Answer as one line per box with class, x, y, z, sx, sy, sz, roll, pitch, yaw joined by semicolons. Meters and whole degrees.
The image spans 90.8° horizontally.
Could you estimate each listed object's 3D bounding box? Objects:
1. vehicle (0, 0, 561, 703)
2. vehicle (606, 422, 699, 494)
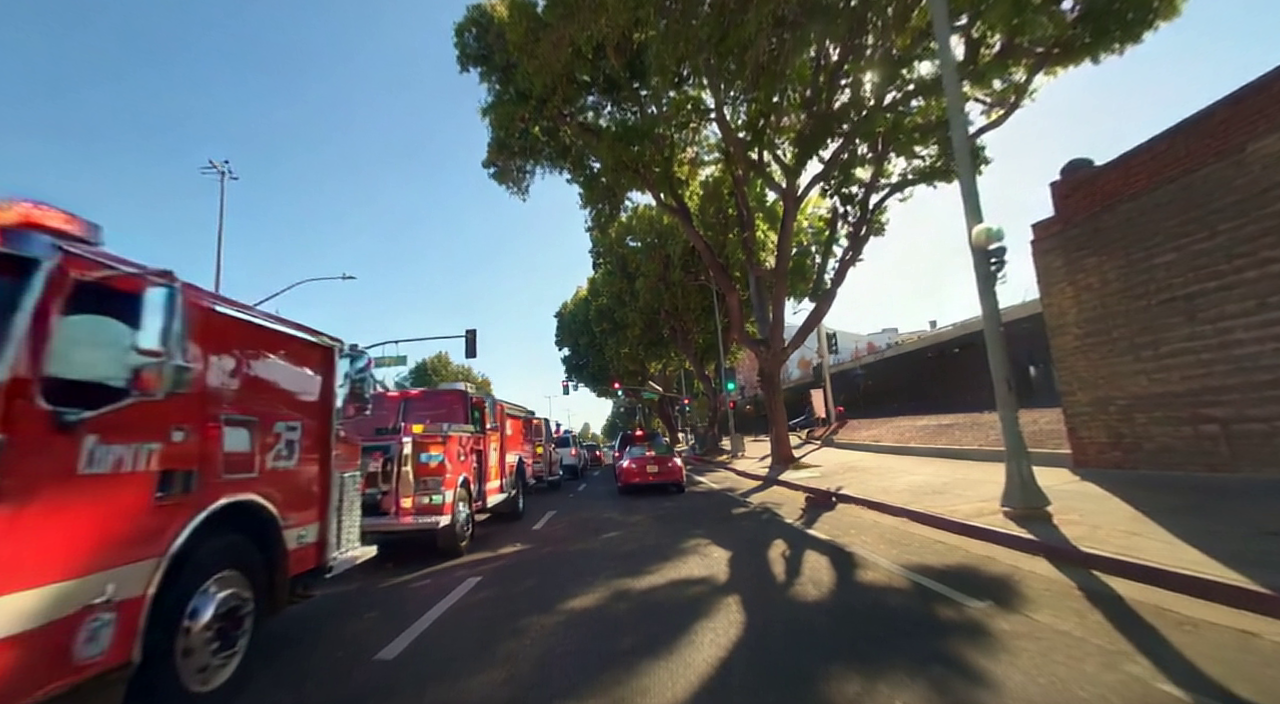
vehicle;-3.593;0.885;8.724;3.631;3.655;12.773;0;-8;-1
vehicle;0.182;3.114;18.872;2.332;1.831;4.930;0;-8;-4
